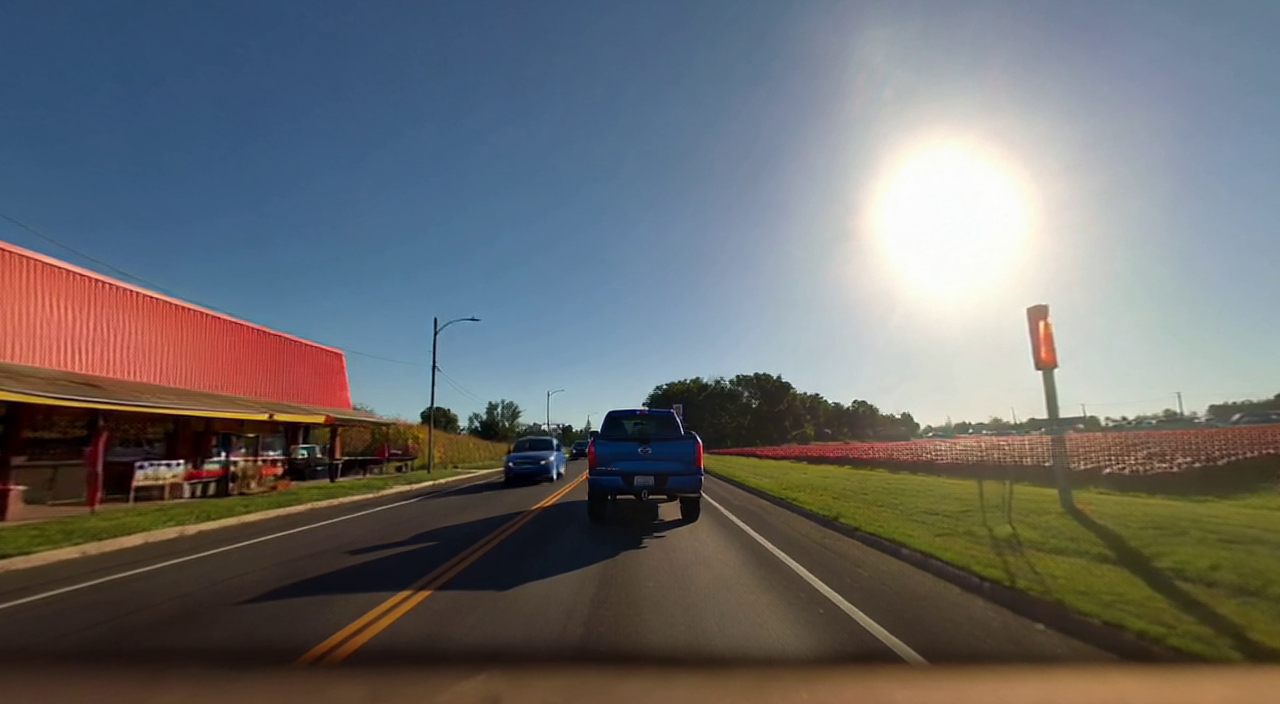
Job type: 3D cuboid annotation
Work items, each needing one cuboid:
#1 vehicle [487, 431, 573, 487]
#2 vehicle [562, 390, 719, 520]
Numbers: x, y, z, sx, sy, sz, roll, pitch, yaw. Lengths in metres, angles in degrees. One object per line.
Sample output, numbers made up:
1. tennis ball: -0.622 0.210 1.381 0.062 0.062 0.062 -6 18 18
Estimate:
1. vehicle: -3.932 3.923 23.452 2.341 1.726 4.579 -3 -8 0
2. vehicle: -0.064 2.206 13.883 2.693 2.223 5.885 0 -8 -2
